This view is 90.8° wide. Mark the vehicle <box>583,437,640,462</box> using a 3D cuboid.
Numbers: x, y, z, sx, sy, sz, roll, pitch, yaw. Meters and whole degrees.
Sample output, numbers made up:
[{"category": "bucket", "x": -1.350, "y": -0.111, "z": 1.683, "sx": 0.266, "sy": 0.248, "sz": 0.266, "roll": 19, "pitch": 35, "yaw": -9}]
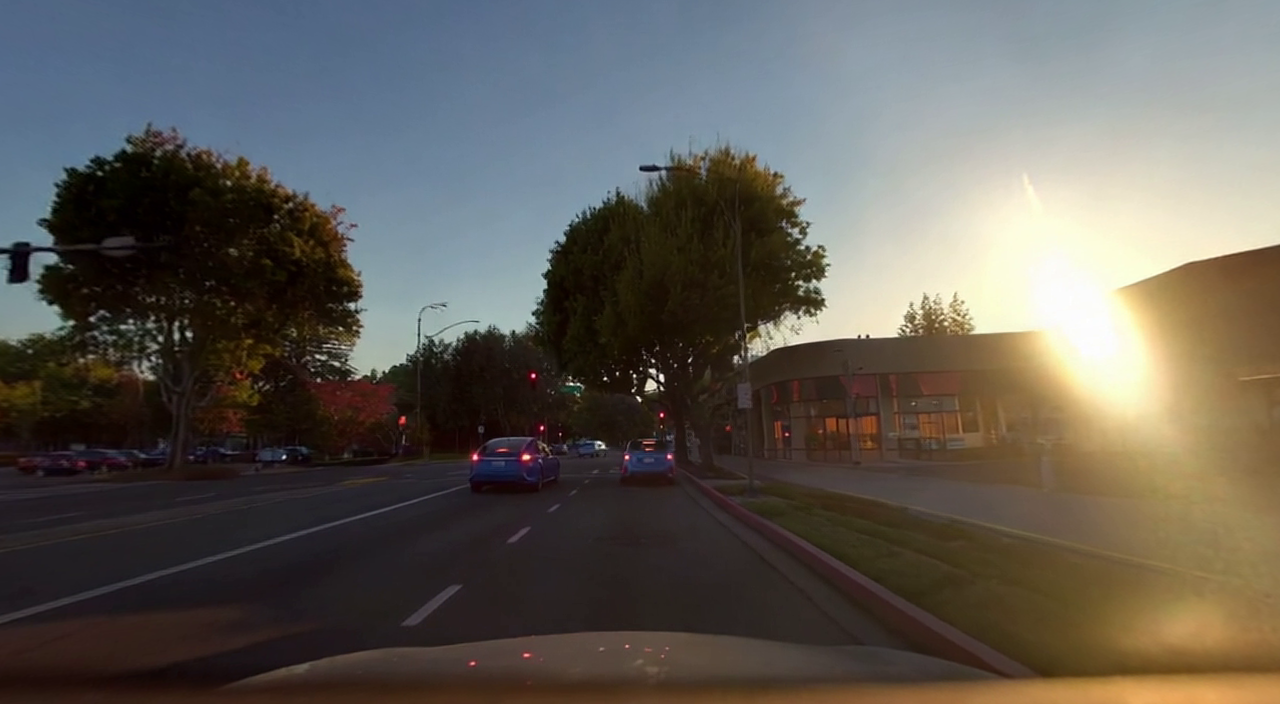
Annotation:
[{"category": "vehicle", "x": -1.977, "y": 6.949, "z": 45.085, "sx": 1.966, "sy": 1.689, "sz": 4.541, "roll": -5, "pitch": -10, "yaw": 28}]

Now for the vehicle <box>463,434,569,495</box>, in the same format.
[{"category": "vehicle", "x": -3.282, "y": 3.097, "z": 17.748, "sx": 2.032, "sy": 1.467, "sz": 4.411, "roll": 0, "pitch": -8, "yaw": 1}]

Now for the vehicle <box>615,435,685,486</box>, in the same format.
[{"category": "vehicle", "x": 0.276, "y": 3.475, "z": 20.566, "sx": 2.059, "sy": 1.456, "sz": 4.047, "roll": 0, "pitch": -8, "yaw": 0}]
